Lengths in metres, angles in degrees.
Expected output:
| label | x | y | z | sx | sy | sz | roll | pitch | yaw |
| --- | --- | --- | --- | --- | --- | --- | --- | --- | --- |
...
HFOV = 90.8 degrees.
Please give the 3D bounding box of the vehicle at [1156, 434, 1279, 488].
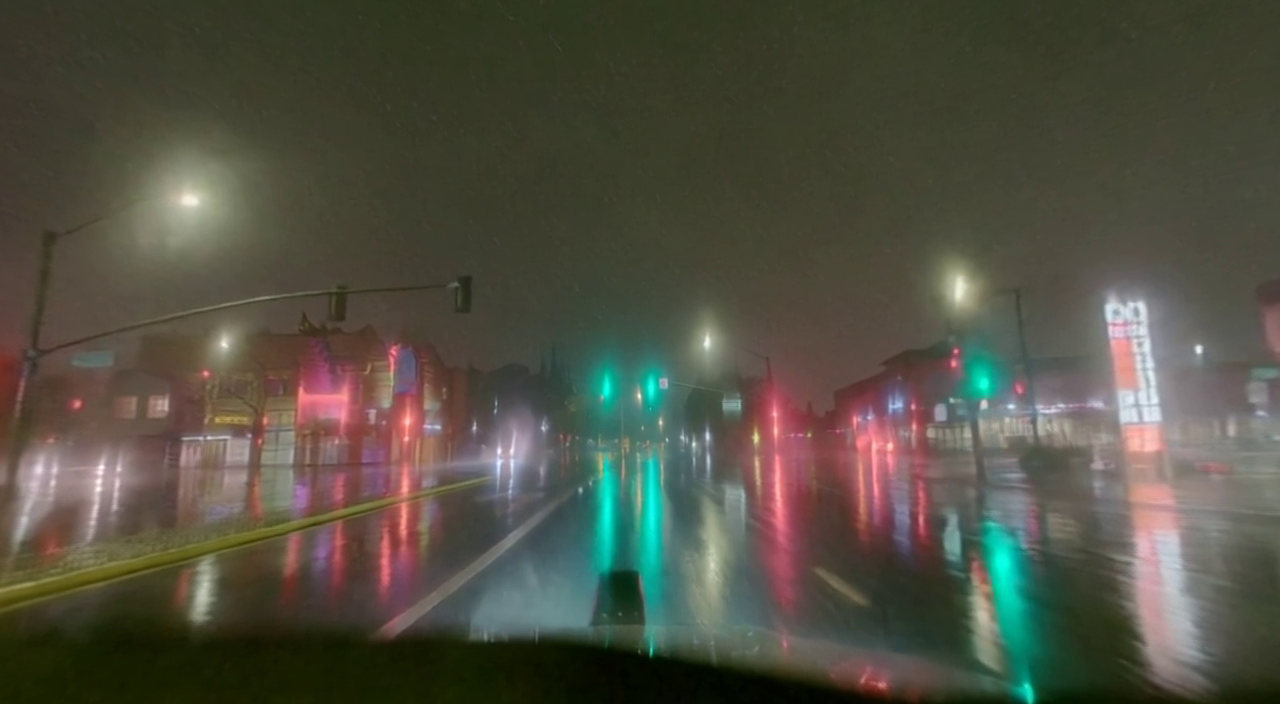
| label | x | y | z | sx | sy | sz | roll | pitch | yaw |
| --- | --- | --- | --- | --- | --- | --- | --- | --- | --- |
| vehicle | 18.831 | 3.281 | 19.258 | 4.545 | 1.511 | 1.935 | 0 | -9 | -3 |
